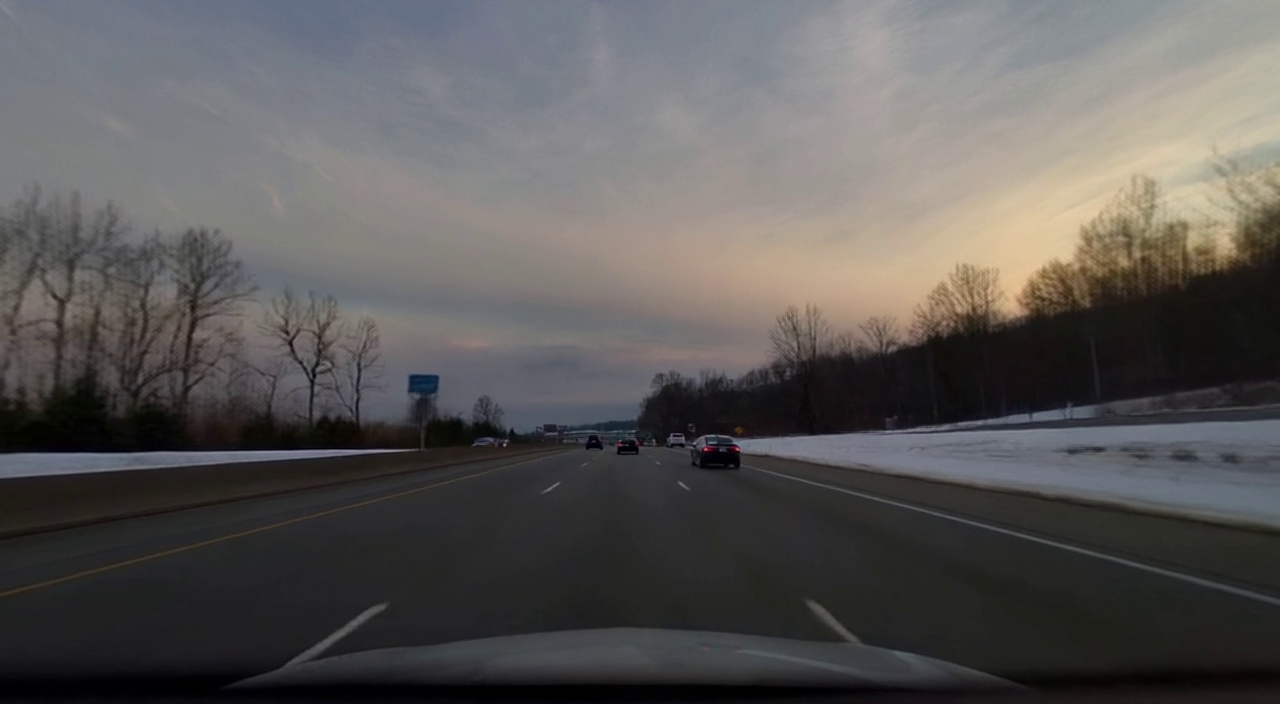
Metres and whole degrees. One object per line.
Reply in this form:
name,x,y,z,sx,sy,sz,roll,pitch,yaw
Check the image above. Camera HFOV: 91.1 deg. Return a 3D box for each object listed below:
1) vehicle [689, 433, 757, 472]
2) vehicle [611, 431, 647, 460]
vehicle,3.371,4.158,26.351,2.056,1.479,4.660,0,-8,-2
vehicle,-0.688,5.924,39.977,2.182,1.680,4.253,0,-8,-1
